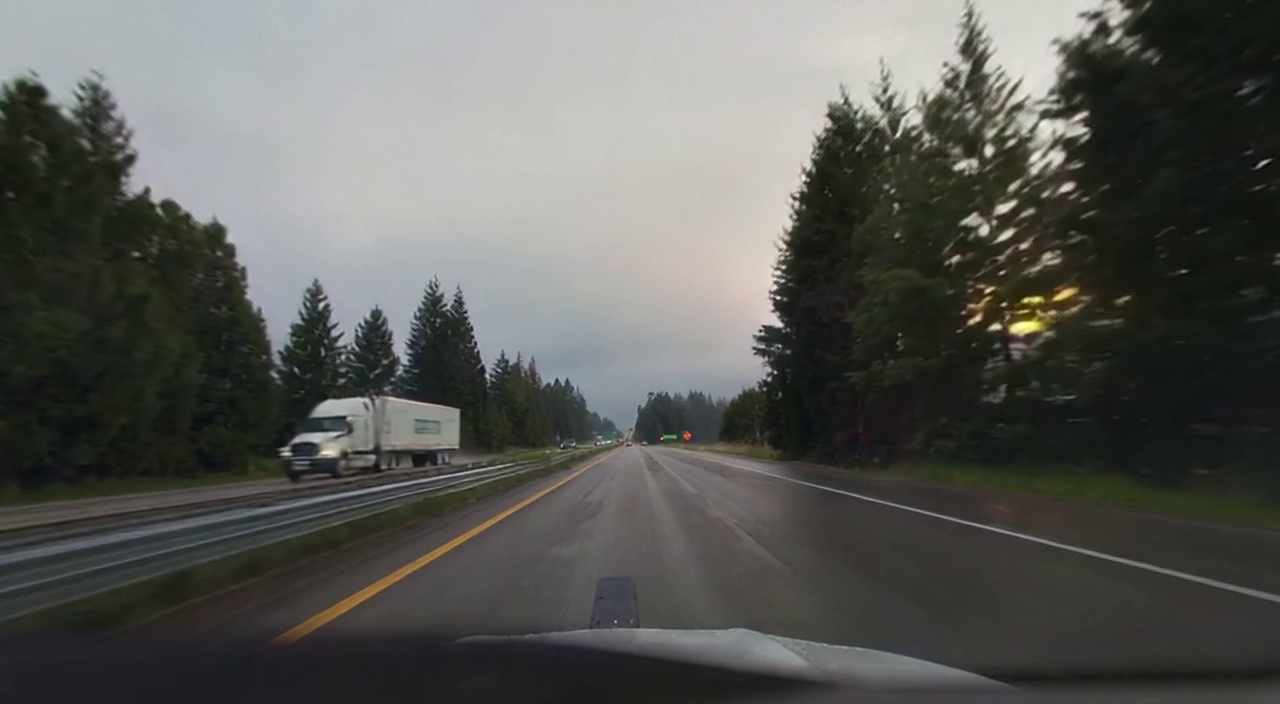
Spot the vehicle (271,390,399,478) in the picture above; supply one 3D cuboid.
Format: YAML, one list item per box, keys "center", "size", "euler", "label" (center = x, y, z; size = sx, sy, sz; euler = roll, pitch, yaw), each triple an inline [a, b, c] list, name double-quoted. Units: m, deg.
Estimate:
- center: [-14.173, 3.920, 29.943]
  size: [2.960, 3.712, 6.112]
  euler: [0, -8, 0]
  label: "vehicle"
